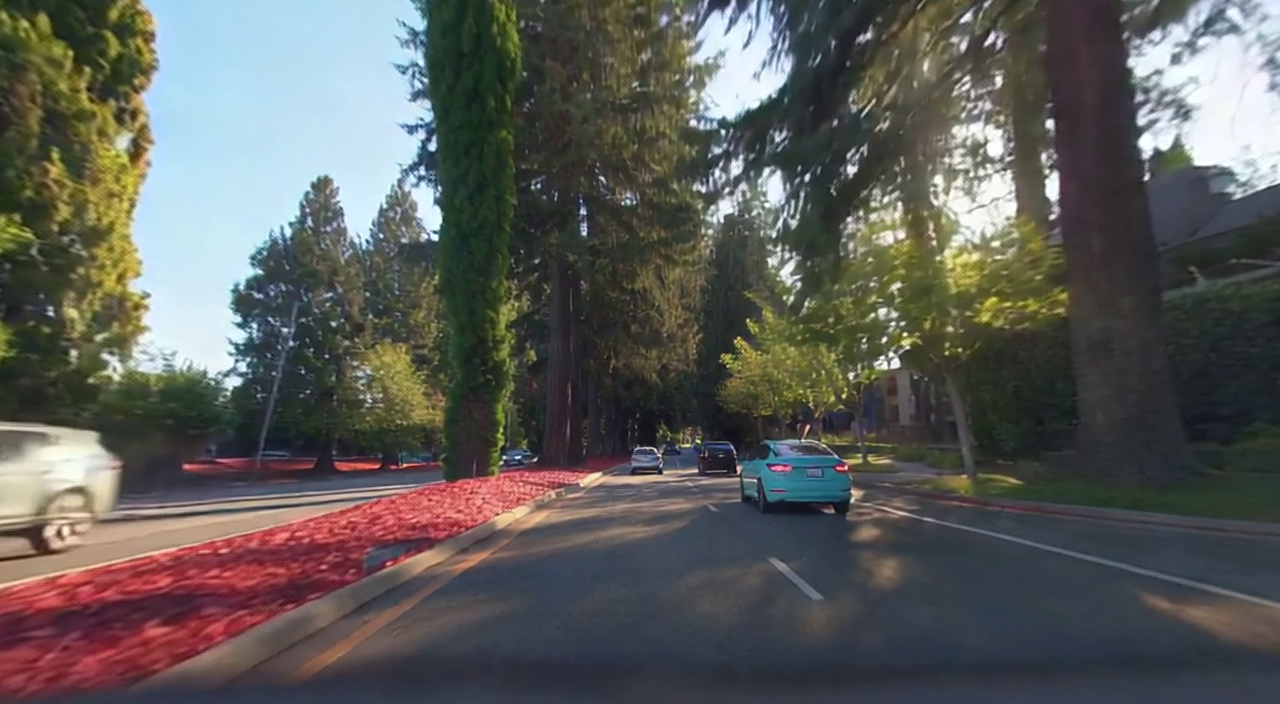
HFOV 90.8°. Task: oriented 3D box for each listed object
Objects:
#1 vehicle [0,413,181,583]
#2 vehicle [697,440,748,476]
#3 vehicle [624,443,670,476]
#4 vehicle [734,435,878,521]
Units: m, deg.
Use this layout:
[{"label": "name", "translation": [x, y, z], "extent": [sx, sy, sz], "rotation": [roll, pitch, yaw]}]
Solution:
[{"label": "vehicle", "translation": [-8.239, 1.714, 7.573], "extent": [2.066, 1.890, 4.695], "rotation": [0, -9, -3]}, {"label": "vehicle", "translation": [4.102, 5.333, 32.031], "extent": [2.074, 1.652, 4.340], "rotation": [0, -9, 1]}, {"label": "vehicle", "translation": [0.374, 5.179, 30.560], "extent": [2.082, 1.473, 4.028], "rotation": [0, -9, 2]}, {"label": "vehicle", "translation": [3.313, 2.602, 13.560], "extent": [1.985, 1.529, 4.147], "rotation": [0, -9, 0]}]
